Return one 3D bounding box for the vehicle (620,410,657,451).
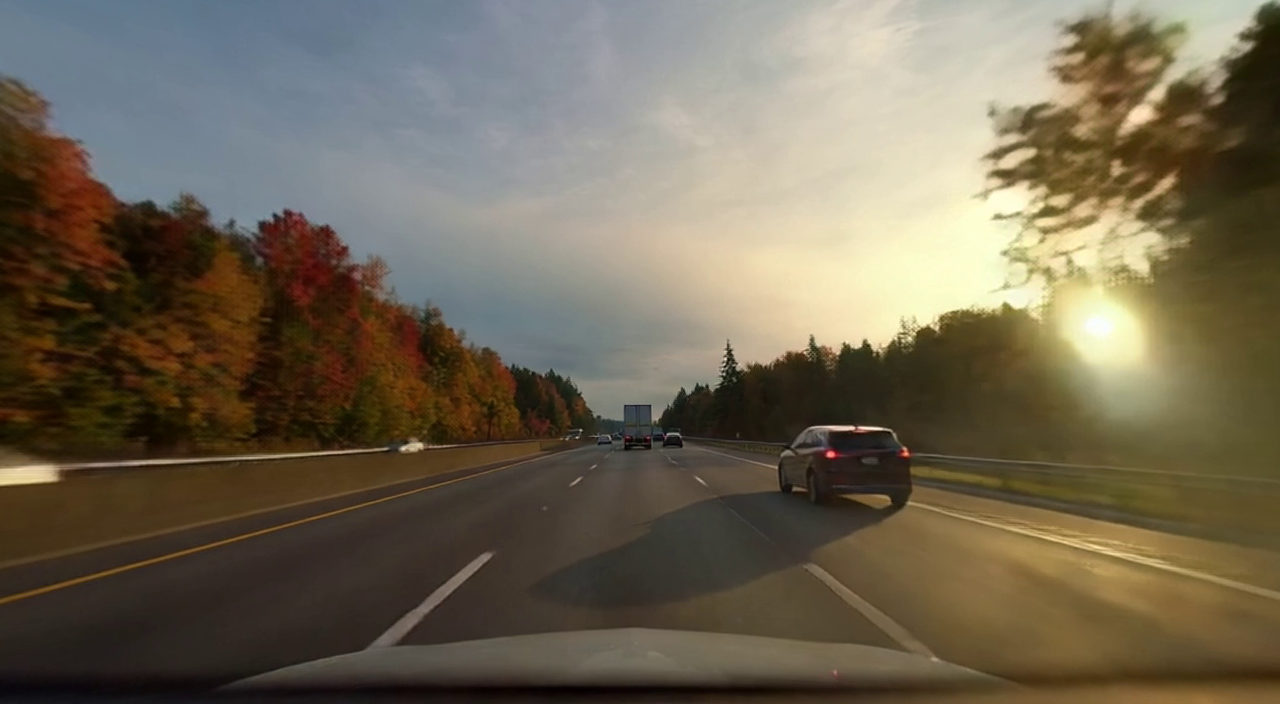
[{"bbox_3d":[-0.196,6.122,48.643,2.631,2.957,6.512,0,-8,-2],"label":"vehicle"}]

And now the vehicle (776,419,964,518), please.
[{"bbox_3d":[3.964,2.048,11.657,1.882,1.492,3.958,0,-8,-2],"label":"vehicle"}]
